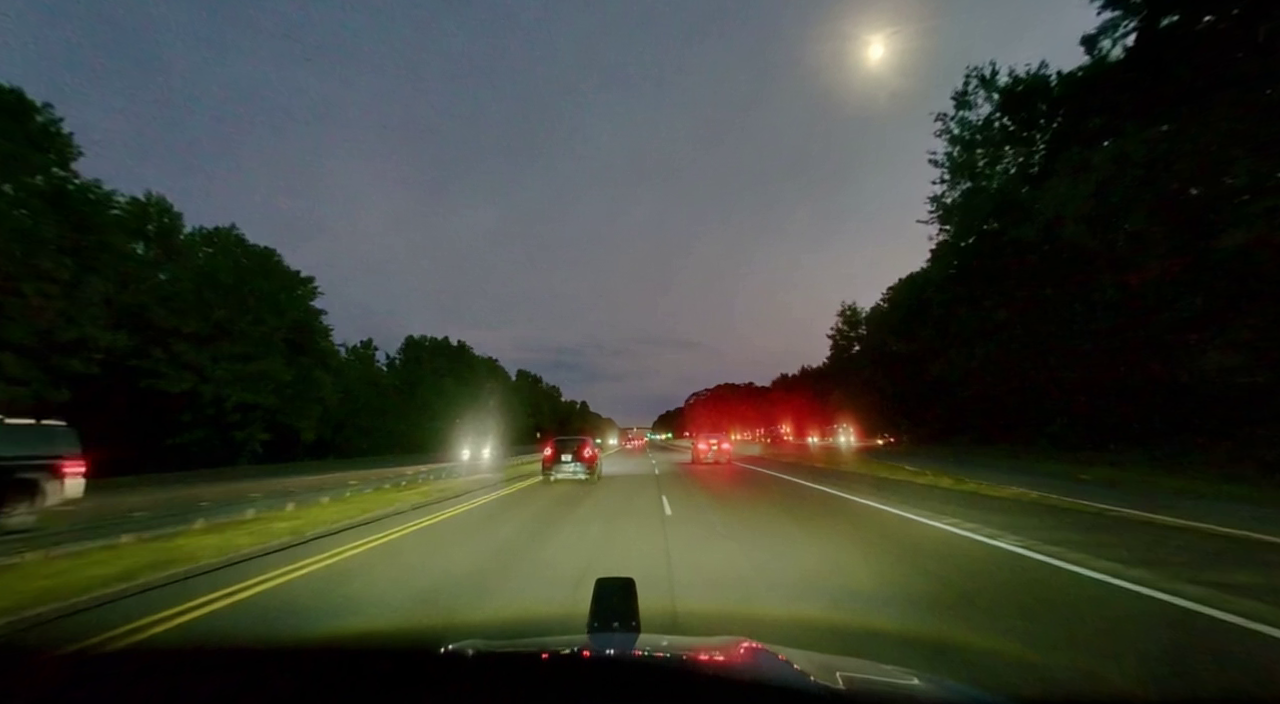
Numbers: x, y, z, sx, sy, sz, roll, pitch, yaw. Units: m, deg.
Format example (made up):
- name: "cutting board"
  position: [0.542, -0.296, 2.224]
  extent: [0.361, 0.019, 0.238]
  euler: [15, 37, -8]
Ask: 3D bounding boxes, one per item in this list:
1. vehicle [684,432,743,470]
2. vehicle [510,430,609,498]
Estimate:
- name: "vehicle"
  position: [3.062, 4.215, 27.040]
  extent: [2.010, 1.508, 4.285]
  euler: [0, -8, 0]
- name: "vehicle"
  position: [-1.838, 2.687, 15.565]
  extent: [1.897, 1.479, 3.724]
  euler: [0, -8, 1]
